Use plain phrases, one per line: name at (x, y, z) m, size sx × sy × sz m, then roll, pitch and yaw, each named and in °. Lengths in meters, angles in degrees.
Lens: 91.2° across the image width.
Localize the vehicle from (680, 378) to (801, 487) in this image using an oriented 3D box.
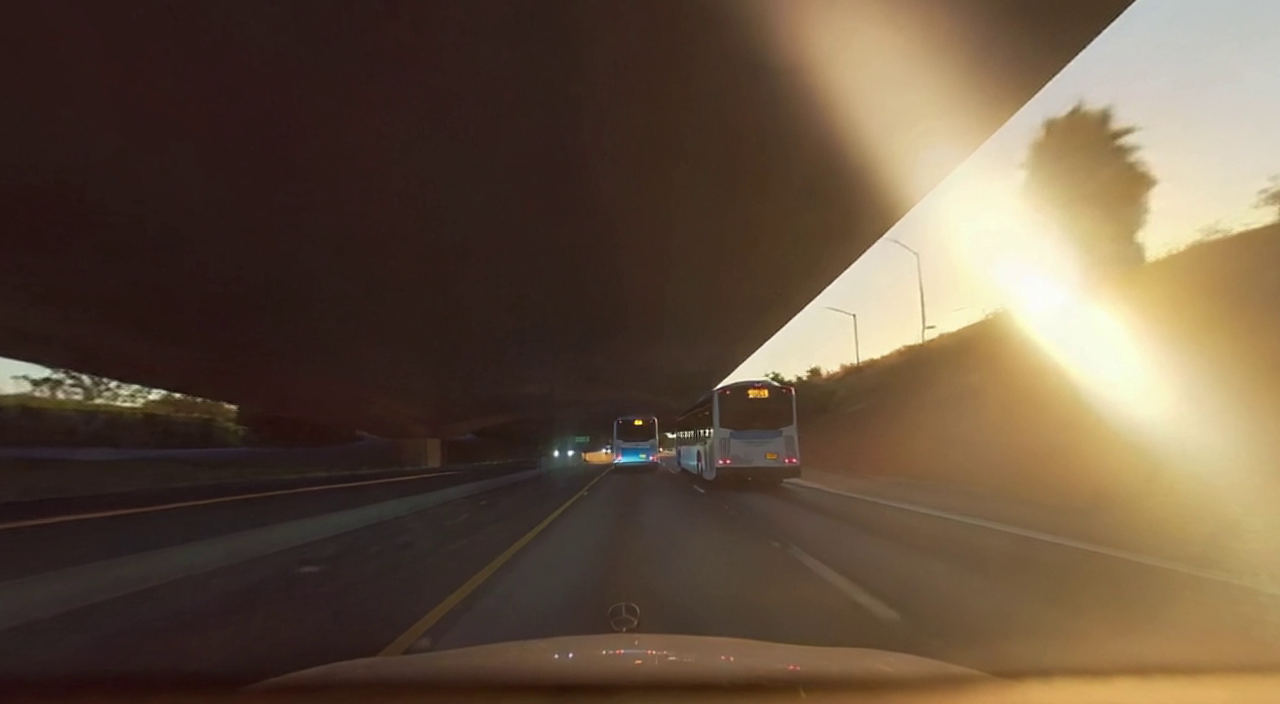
vehicle at (3.836, 3.706, 27.901) m, size 3.074 × 3.668 × 12.805 m, roll 0°, pitch -9°, yaw -1°

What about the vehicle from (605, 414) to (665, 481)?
vehicle at (-0.199, 4.291, 28.274) m, size 2.414 × 2.675 × 5.574 m, roll -1°, pitch -9°, yaw 0°
